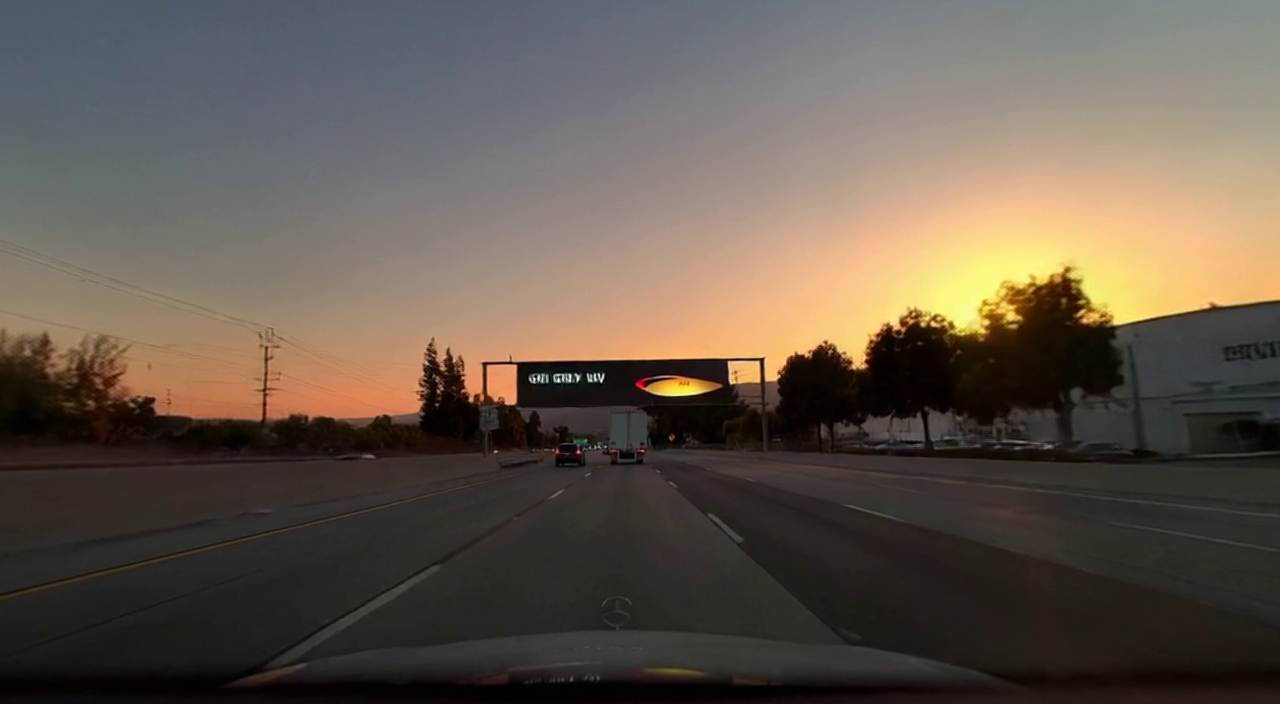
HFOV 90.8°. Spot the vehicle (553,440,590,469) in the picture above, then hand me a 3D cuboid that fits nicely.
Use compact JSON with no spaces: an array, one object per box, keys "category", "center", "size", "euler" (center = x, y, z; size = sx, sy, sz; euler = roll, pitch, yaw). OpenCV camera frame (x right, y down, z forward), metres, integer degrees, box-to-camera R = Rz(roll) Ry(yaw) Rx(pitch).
[{"category":"vehicle","center":[-4.765,7.179,44.327],"size":[2.095,1.930,4.680],"euler":[0,-9,0]}]

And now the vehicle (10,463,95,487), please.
[{"category":"vehicle","center":[-42.899,8.984,46.265],"size":[1.755,1.534,4.544],"euler":[0,-9,2]}]

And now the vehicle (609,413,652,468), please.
[{"category":"vehicle","center":[-0.659,7.015,49.860],"size":[3.000,3.786,11.740],"euler":[0,-9,0]}]
